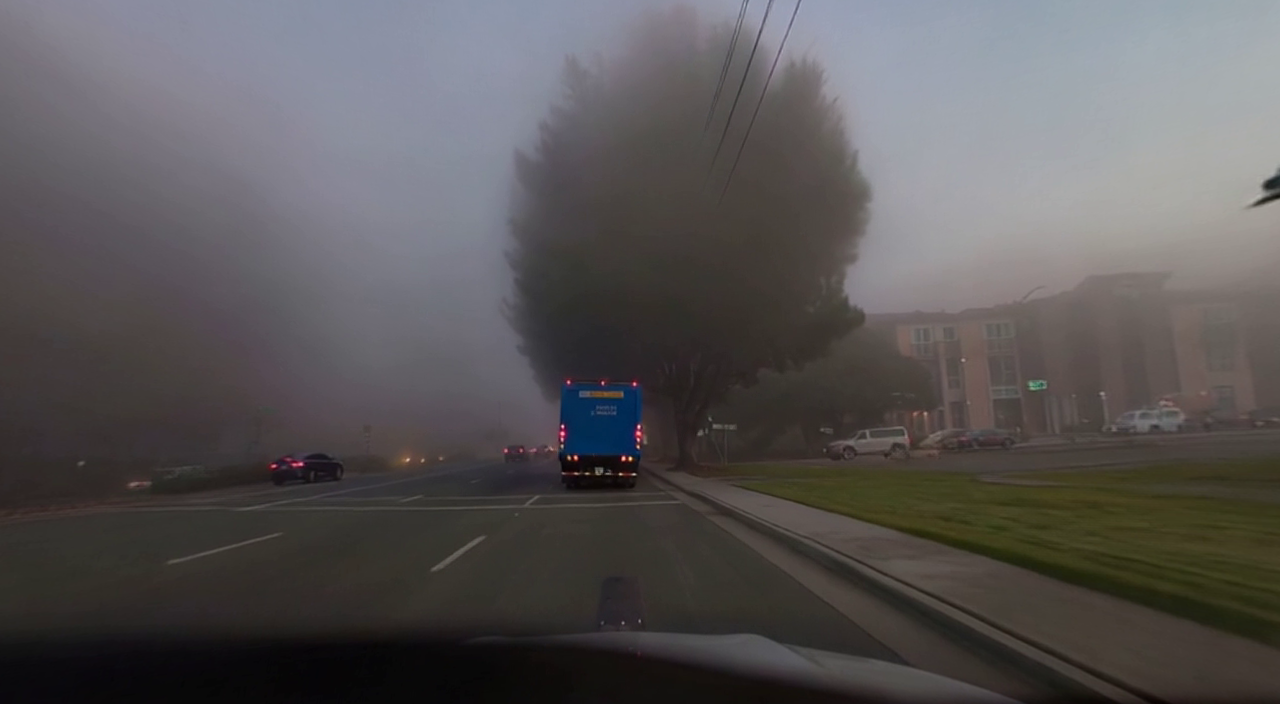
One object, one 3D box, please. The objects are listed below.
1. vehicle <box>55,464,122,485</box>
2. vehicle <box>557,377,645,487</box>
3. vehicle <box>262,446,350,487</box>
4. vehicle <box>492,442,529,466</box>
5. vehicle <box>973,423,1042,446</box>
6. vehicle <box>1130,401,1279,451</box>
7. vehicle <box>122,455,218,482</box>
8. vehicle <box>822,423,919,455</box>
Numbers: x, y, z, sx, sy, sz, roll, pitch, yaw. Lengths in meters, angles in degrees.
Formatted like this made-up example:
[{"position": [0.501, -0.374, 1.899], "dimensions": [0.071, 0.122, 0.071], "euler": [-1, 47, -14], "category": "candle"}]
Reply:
[{"position": [-42.027, 9.308, 47.876], "dimensions": [1.645, 1.416, 3.497], "euler": [-5, -10, 36], "category": "vehicle"}, {"position": [-1.556, 3.316, 25.382], "dimensions": [2.905, 3.644, 8.807], "euler": [1, -8, -3], "category": "vehicle"}, {"position": [-14.957, 5.109, 28.370], "dimensions": [1.958, 1.672, 4.283], "euler": [1, -8, -6], "category": "vehicle"}, {"position": [-9.994, 7.923, 48.784], "dimensions": [2.095, 1.759, 4.433], "euler": [0, -8, -2], "category": "vehicle"}, {"position": [24.166, 5.445, 41.293], "dimensions": [3.537, 1.393, 1.581], "euler": [1, -10, -5], "category": "vehicle"}, {"position": [25.424, 3.246, 27.665], "dimensions": [5.850, 2.049, 2.317], "euler": [0, -8, -5], "category": "vehicle"}, {"position": [-36.656, 9.112, 49.076], "dimensions": [5.452, 1.994, 2.312], "euler": [0, -8, -3], "category": "vehicle"}, {"position": [11.994, 4.562, 32.875], "dimensions": [4.321, 1.579, 1.823], "euler": [1, -8, -3], "category": "vehicle"}]
